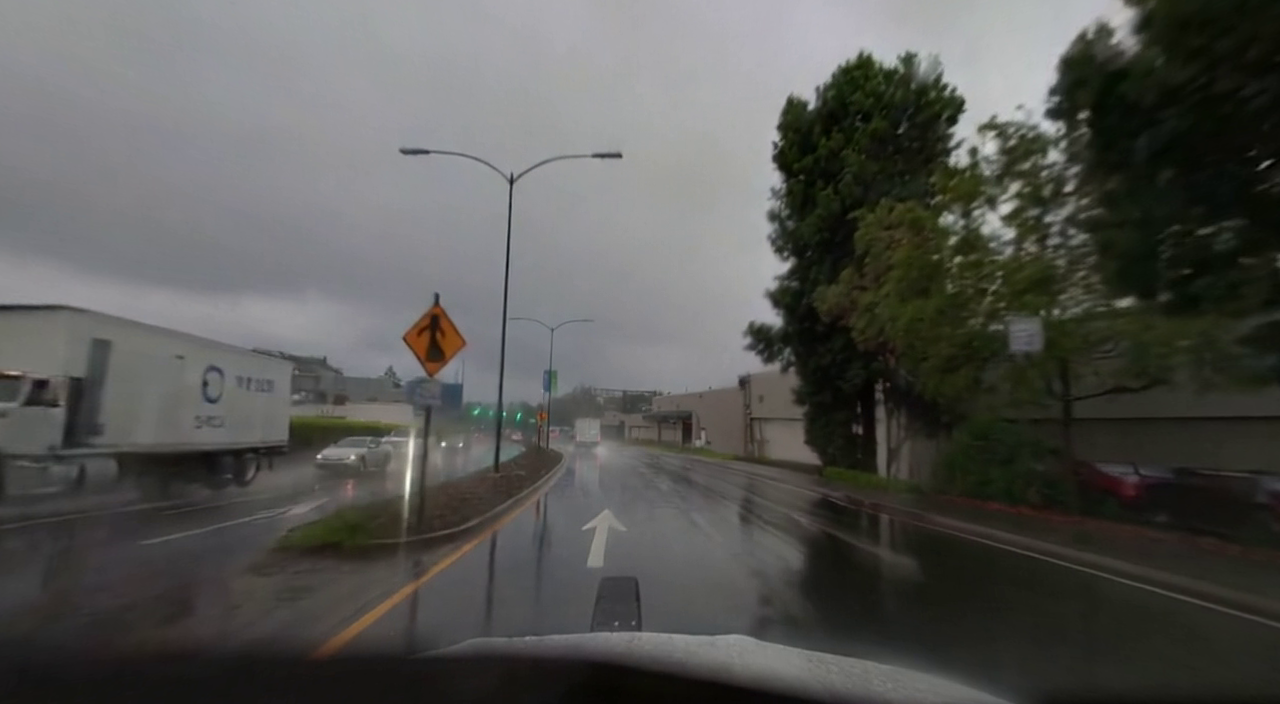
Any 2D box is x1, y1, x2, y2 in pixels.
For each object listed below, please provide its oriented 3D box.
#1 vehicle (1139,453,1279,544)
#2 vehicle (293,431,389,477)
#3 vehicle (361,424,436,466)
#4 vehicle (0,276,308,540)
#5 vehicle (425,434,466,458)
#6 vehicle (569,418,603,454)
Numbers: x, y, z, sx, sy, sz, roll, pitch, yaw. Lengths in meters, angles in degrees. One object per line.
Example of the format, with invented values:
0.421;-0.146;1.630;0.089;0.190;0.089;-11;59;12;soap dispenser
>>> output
12.313;2.752;11.665;4.495;1.476;1.773;2;-8;6;vehicle
-11.220;3.837;23.998;1.926;1.610;4.079;1;-8;-5;vehicle
-12.021;4.658;31.746;2.198;1.916;5.296;1;-8;-6;vehicle
-10.520;1.342;12.719;3.012;3.547;9.604;1;-8;-4;vehicle
-13.399;6.468;43.509;1.897;1.515;3.986;1;-8;-6;vehicle
-4.304;6.636;49.746;2.276;2.706;5.232;1;-8;-9;vehicle
